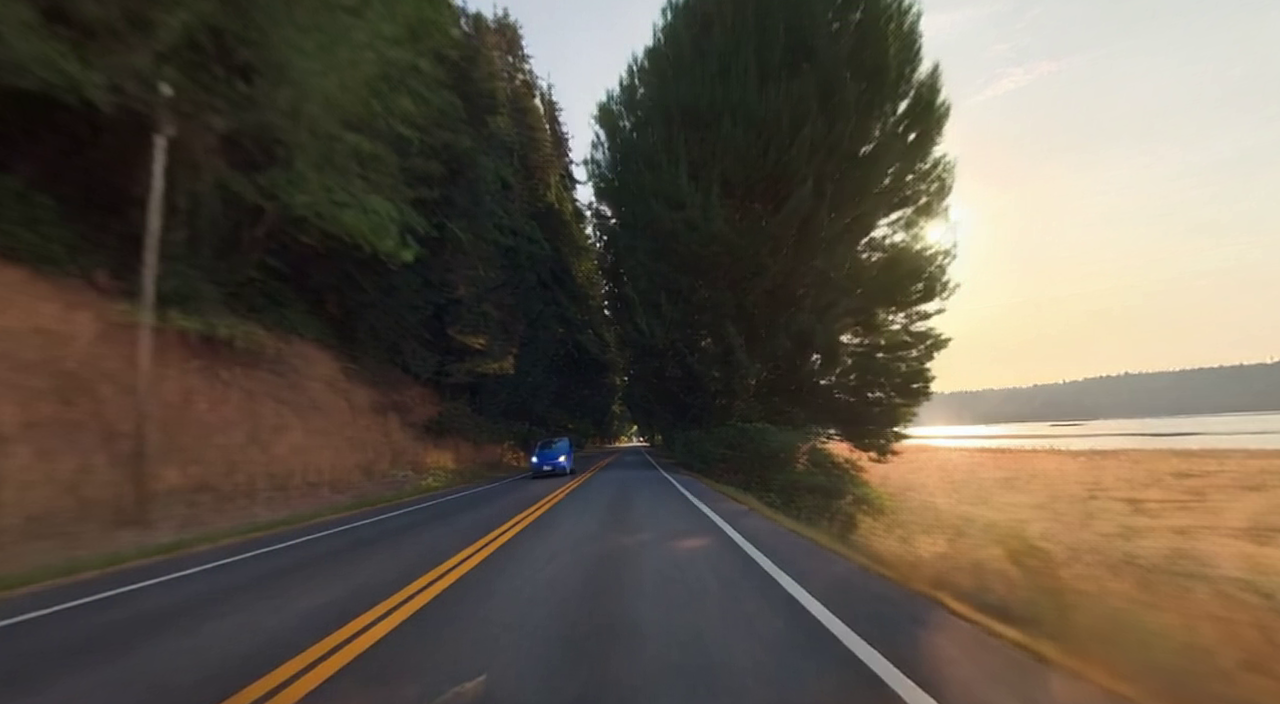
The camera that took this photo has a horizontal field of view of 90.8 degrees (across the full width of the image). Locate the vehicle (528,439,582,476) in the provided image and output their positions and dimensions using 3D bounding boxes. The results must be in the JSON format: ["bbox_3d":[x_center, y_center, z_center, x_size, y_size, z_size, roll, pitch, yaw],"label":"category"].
[{"bbox_3d":[-4.510,5.690,34.200,2.228,1.834,4.621,0,-9,0],"label":"vehicle"}]
